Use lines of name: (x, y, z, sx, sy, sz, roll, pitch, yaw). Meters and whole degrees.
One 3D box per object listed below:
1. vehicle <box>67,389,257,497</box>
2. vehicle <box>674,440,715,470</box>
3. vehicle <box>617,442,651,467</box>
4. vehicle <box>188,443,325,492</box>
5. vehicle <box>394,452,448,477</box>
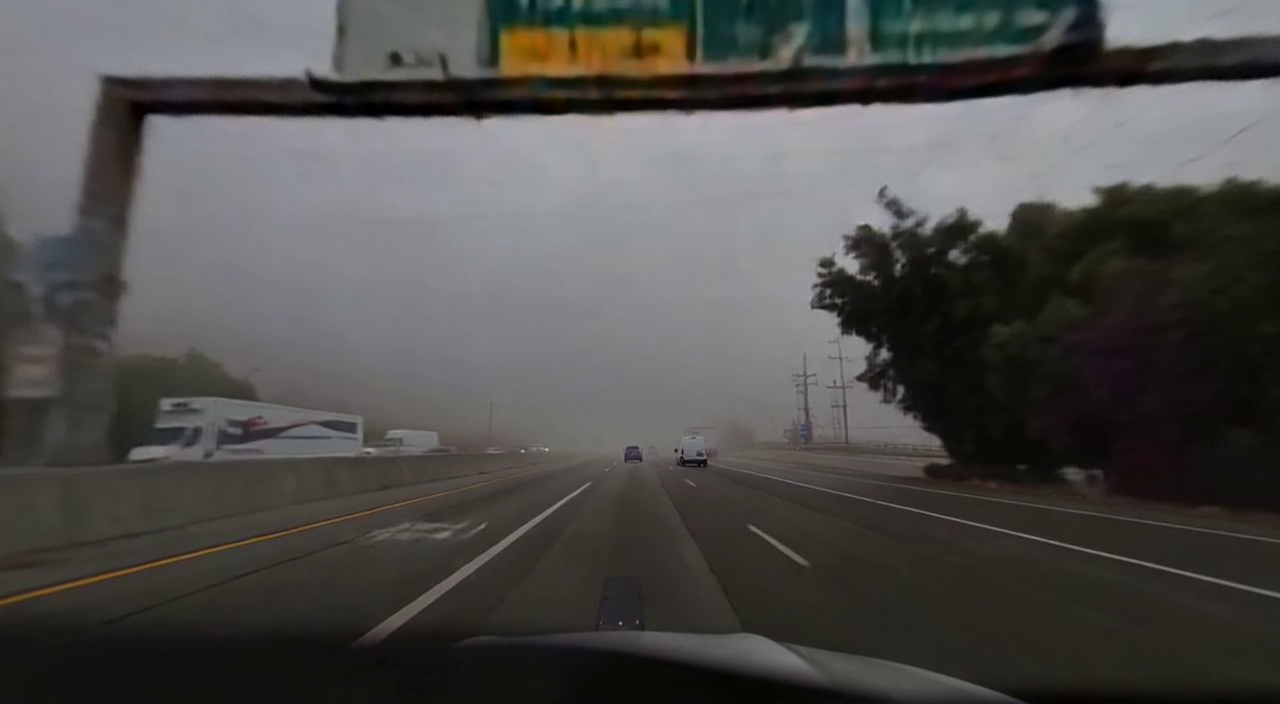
vehicle: (-21.192, 4.137, 28.708, 3.228, 4.337, 6.550, 0, -9, 0)
vehicle: (3.378, 6.487, 40.004, 2.036, 1.796, 4.470, 0, -9, -2)
vehicle: (-0.429, 7.490, 46.231, 2.325, 1.712, 4.592, 0, -9, 0)
vehicle: (-13.974, 4.218, 23.456, 2.090, 1.598, 4.713, 0, -9, 0)
vehicle: (-13.886, 7.124, 40.317, 1.872, 1.433, 4.353, 0, -9, 0)
